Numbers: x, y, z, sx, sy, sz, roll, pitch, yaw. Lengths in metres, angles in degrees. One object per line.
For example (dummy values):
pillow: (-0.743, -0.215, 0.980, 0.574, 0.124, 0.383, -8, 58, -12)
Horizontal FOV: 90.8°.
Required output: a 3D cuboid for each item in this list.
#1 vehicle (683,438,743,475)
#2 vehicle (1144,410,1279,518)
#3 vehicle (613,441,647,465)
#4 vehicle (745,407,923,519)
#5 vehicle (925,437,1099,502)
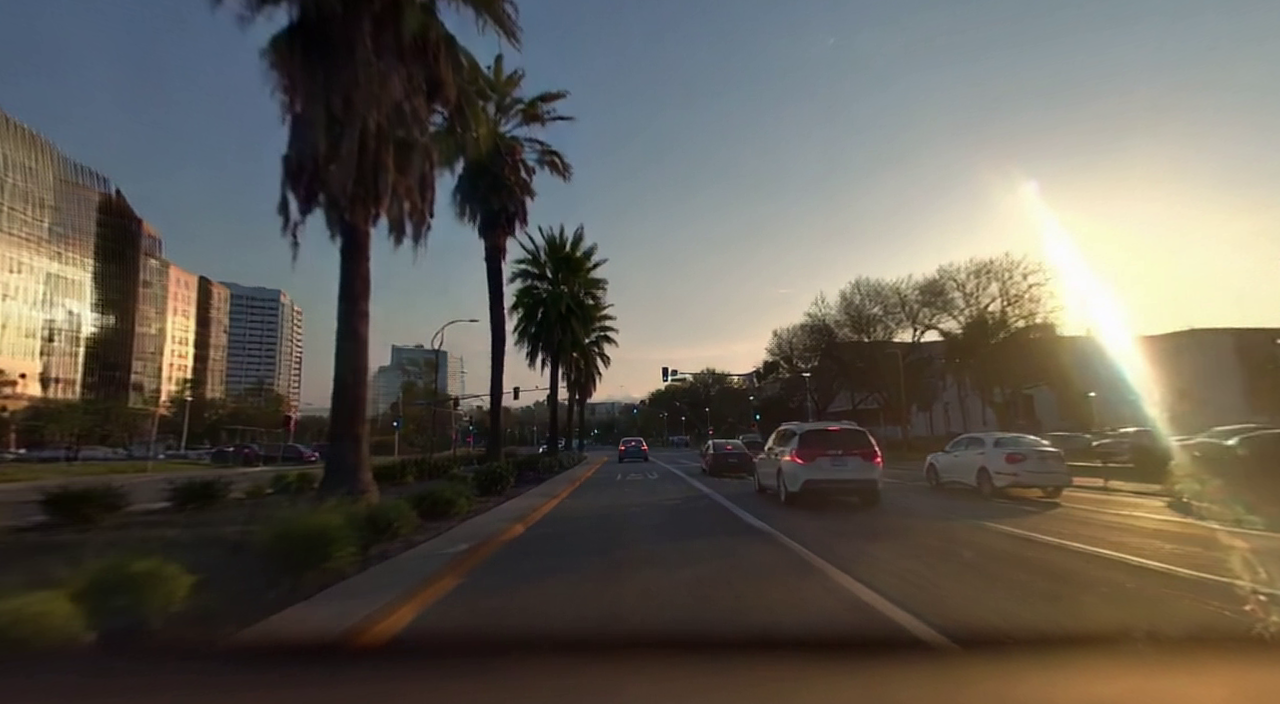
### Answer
vehicle: (3.189, 4.675, 28.464, 2.010, 1.509, 4.377, 0, -9, -3)
vehicle: (12.723, 2.053, 11.590, 2.157, 1.937, 5.386, 0, -9, -5)
vehicle: (-0.662, 6.550, 41.114, 2.115, 1.464, 4.205, 0, -9, -2)
vehicle: (3.754, 2.273, 13.327, 2.104, 1.910, 4.693, 0, -9, -2)
vehicle: (9.680, 3.071, 16.950, 1.871, 1.465, 4.395, 0, -9, -2)
